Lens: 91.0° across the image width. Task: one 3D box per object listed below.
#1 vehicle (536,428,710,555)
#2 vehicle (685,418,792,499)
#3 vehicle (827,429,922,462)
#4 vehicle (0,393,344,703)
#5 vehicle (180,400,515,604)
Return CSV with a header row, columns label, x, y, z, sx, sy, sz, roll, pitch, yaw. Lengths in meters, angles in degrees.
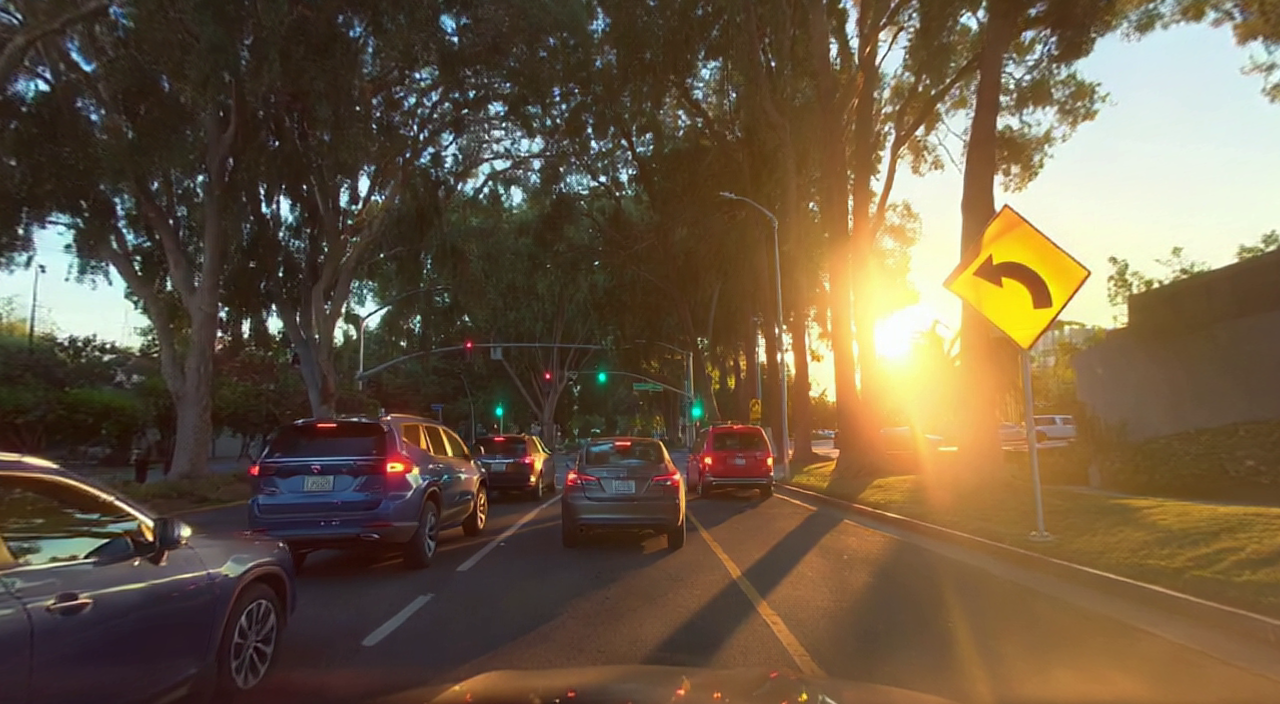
label,x,y,z,sx,sy,sz,roll,pitch,yaw
vehicle,-0.253,1.919,9.345,2.025,1.453,3.848,0,-8,-2
vehicle,2.450,2.816,16.921,2.059,1.864,4.541,0,-8,-1
vehicle,11.374,4.555,30.697,3.883,1.534,1.779,0,-8,2
vehicle,-2.914,0.833,1.620,1.974,1.484,4.716,0,-8,0
vehicle,-2.893,1.573,7.451,1.964,1.712,4.097,0,-8,0
